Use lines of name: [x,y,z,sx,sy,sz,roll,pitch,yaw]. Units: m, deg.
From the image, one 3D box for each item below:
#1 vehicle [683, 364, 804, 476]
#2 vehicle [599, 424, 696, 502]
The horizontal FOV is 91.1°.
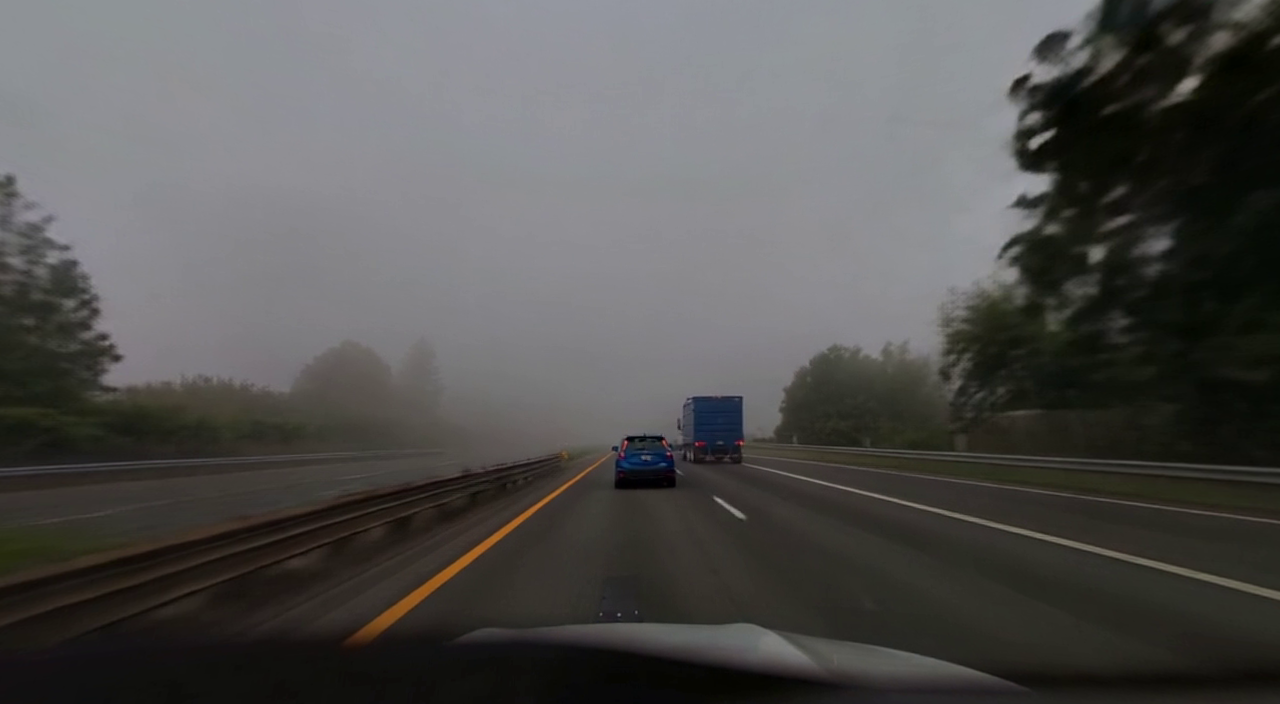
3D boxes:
vehicle: [4.309,3.452,30.588,3.129,4.126,14.913,0,-8,-1]
vehicle: [0.098,2.616,15.424,2.038,1.624,4.312,0,-8,-1]
